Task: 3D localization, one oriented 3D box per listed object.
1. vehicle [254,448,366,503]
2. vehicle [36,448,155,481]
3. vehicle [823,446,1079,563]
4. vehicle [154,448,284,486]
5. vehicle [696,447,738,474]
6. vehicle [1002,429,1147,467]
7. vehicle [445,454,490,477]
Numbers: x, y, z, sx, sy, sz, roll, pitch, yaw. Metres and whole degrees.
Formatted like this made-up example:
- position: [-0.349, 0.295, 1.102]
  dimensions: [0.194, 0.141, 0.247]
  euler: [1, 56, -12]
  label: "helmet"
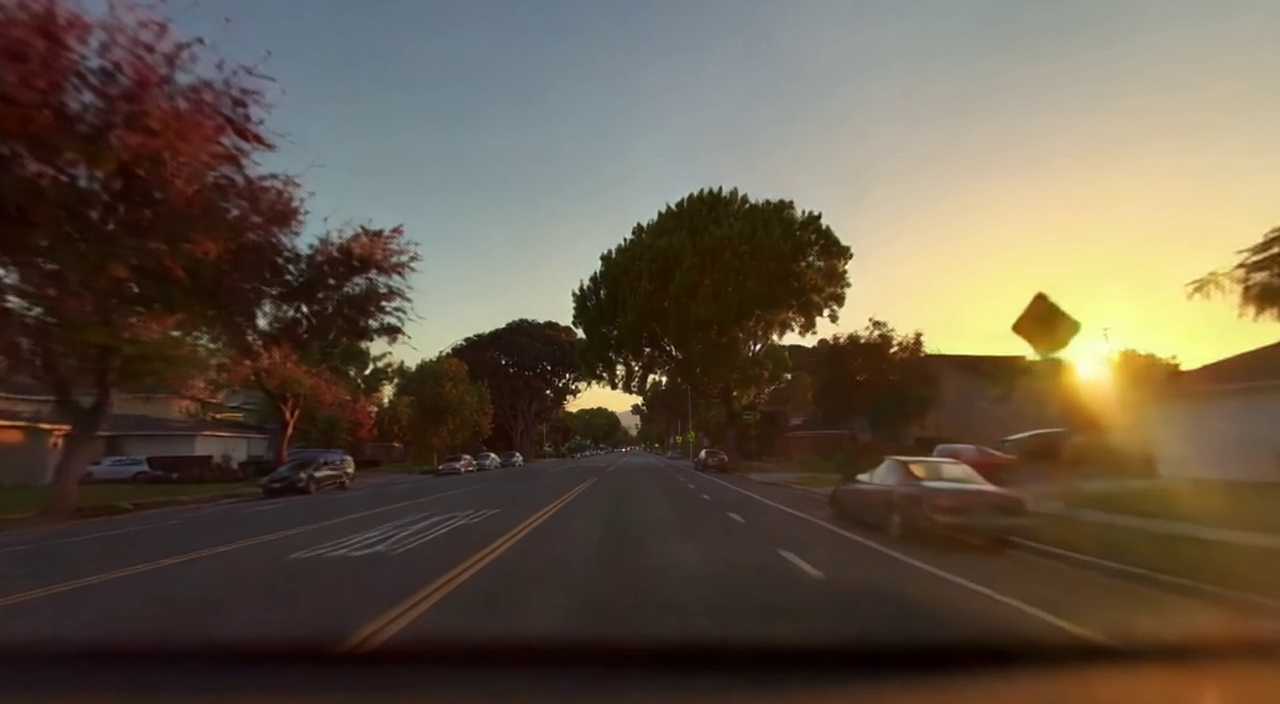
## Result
- position: [-12.756, 4.743, 24.805]
  dimensions: [2.049, 1.782, 4.460]
  euler: [-4, -8, 0]
  label: "vehicle"
- position: [-26.587, 5.496, 30.959]
  dimensions: [4.073, 1.502, 1.822]
  euler: [0, -9, -2]
  label: "vehicle"
- position: [4.582, 2.269, 10.208]
  dimensions: [1.970, 1.455, 4.233]
  euler: [0, -9, 0]
  label: "vehicle"
- position: [-20.337, 5.555, 30.750]
  dimensions: [4.744, 1.752, 2.008]
  euler: [1, -9, -7]
  label: "vehicle"
- position: [4.583, 6.551, 38.383]
  dimensions: [1.925, 1.482, 4.746]
  euler: [0, -9, 0]
  label: "vehicle"
- position: [17.536, 3.912, 25.664]
  dimensions: [4.434, 1.460, 1.800]
  euler: [-1, -9, 3]
  label: "vehicle"
- position: [-12.445, 8.181, 45.888]
  dimensions: [1.940, 1.452, 4.485]
  euler: [-3, -9, 1]
  label: "vehicle"
